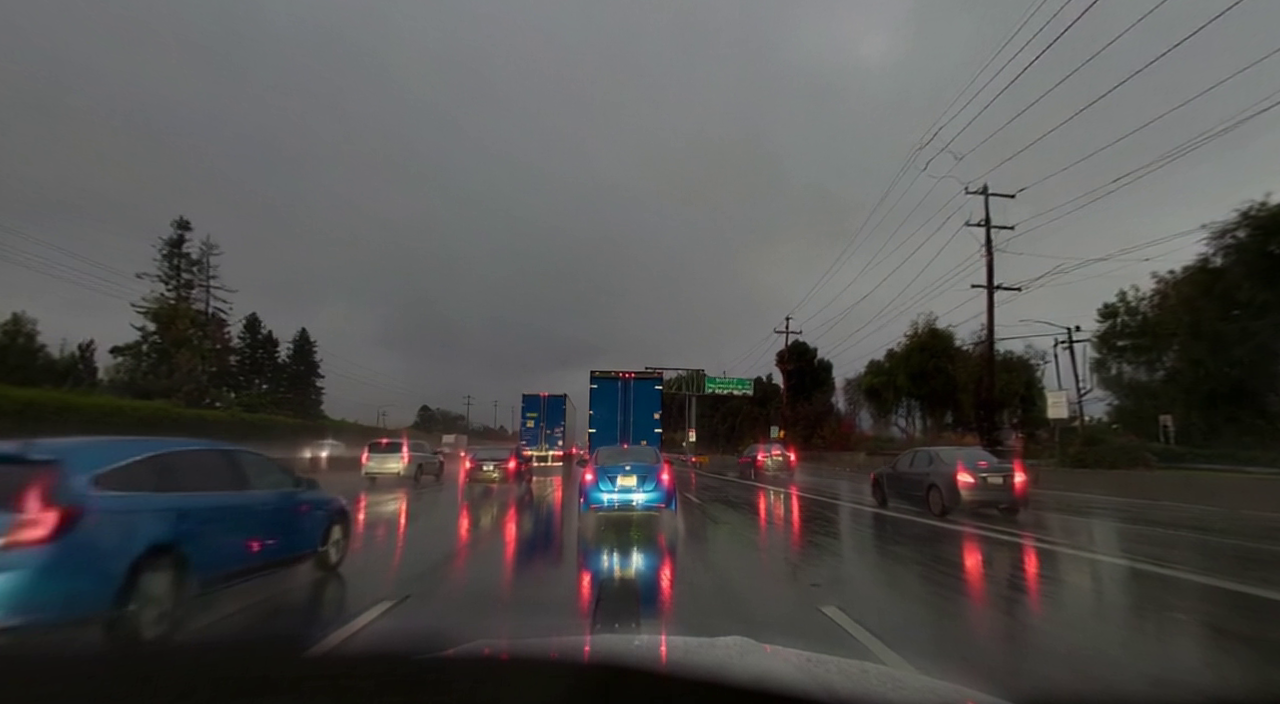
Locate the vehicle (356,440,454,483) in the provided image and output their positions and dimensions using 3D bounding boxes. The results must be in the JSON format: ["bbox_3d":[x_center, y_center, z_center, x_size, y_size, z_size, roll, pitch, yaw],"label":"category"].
[{"bbox_3d":[-8.690,4.093,23.869,2.008,1.454,4.693,0,-9,-2],"label":"vehicle"}]

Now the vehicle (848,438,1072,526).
[{"bbox_3d":[5.909,2.426,12.372,1.878,1.406,4.164,1,-9,-6],"label":"vehicle"}]

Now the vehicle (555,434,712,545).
[{"bbox_3d":[-0.203,2.159,10.581,2.112,1.463,4.012,0,-9,-3],"label":"vehicle"}]

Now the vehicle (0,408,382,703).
[{"bbox_3d":[-3.858,1.225,4.411,1.960,1.450,5.246,0,-9,-1],"label":"vehicle"}]

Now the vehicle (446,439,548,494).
[{"bbox_3d":[-4.214,3.458,19.550,2.090,1.463,4.968,0,-9,-1],"label":"vehicle"}]

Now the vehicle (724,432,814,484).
[{"bbox_3d":[4.532,3.816,22.914,2.023,1.676,4.002,1,-9,-6],"label":"vehicle"}]

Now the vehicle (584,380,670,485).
[{"bbox_3d":[-0.613,3.348,25.619,2.909,3.518,8.262,0,-9,-2],"label":"vehicle"}]

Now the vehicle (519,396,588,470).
[{"bbox_3d":[-5.796,6.097,45.951,3.150,4.298,17.928,0,-9,-2],"label":"vehicle"}]
